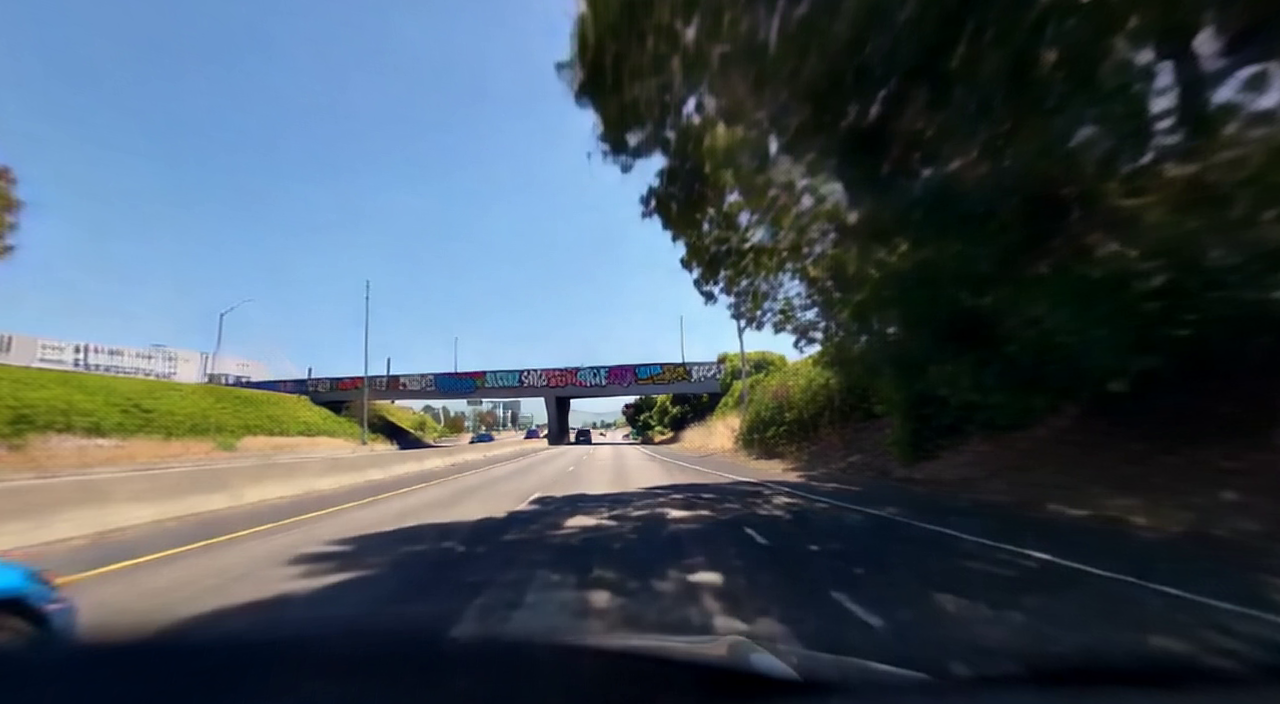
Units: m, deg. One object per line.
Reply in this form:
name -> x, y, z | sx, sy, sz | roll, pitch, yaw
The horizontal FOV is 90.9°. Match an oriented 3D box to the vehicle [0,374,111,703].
vehicle -> -3.426, 0.612, 0.459 | 2.108, 1.555, 4.574 | 0, -8, 0
